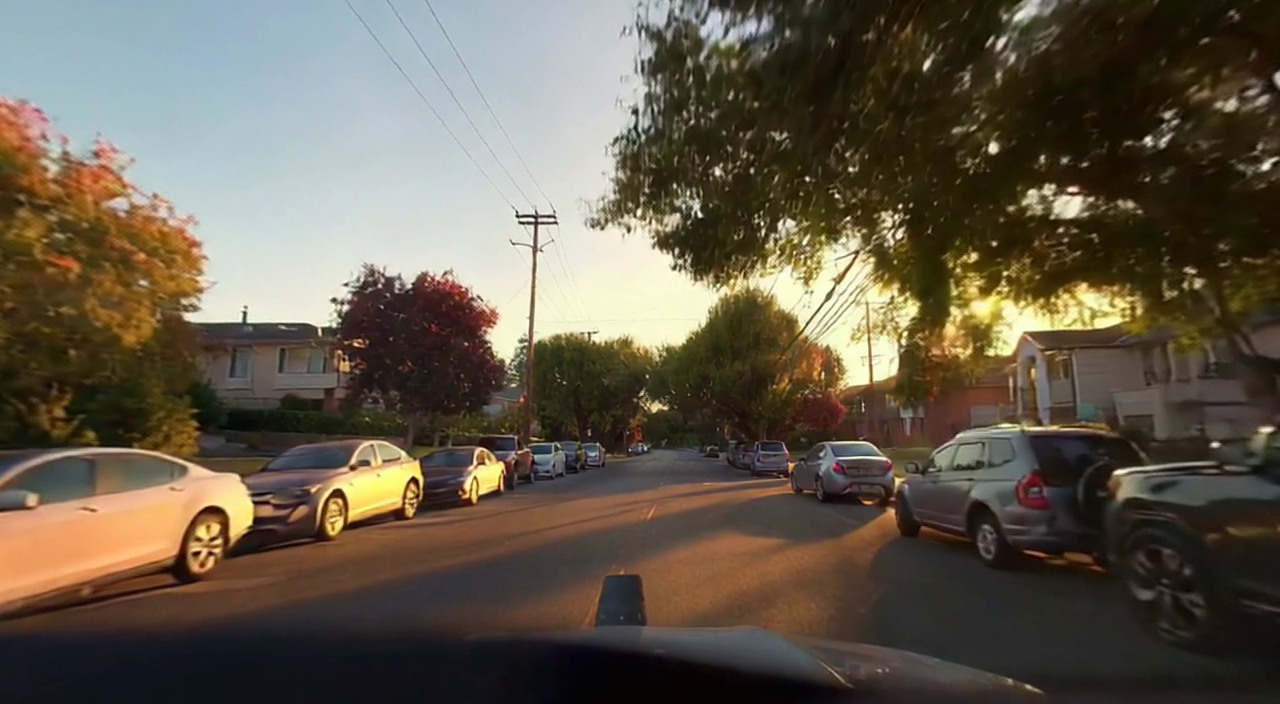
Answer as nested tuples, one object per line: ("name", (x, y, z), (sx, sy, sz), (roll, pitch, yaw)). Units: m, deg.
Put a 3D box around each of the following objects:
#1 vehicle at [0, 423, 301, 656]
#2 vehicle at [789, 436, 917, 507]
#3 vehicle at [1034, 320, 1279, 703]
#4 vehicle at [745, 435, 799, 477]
("vehicle", (-5.092, 1.337, 5.092), (1.950, 1.494, 4.816), (0, -7, 2))
("vehicle", (5.388, 3.054, 16.751), (1.910, 1.567, 4.856), (0, -8, 3))
("vehicle", (4.620, 0.776, 2.674), (2.407, 2.088, 5.951), (-1, -8, 4))
("vehicle", (6.005, 4.772, 29.214), (1.936, 1.756, 4.127), (-1, -8, 5))
